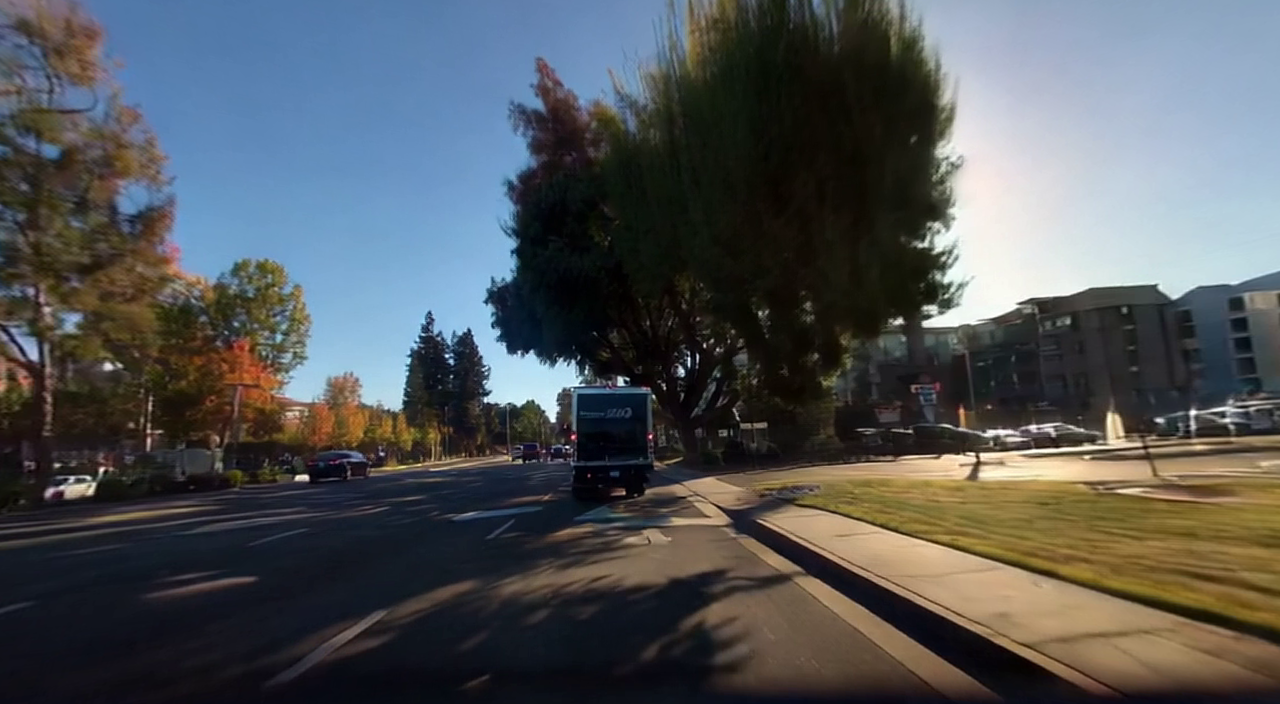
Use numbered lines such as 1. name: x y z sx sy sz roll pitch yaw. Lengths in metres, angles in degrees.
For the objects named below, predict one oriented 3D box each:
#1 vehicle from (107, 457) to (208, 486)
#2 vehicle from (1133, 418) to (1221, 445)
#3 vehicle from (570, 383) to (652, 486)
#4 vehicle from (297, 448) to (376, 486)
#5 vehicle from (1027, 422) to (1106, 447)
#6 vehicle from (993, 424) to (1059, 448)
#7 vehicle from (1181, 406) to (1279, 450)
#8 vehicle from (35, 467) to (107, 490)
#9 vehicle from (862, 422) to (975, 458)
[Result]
1. vehicle: -35.467 8.806 46.288 5.452 1.994 2.312 0 -9 -1
2. vehicle: 31.728 4.709 37.153 3.709 1.502 1.806 1 -7 -6
3. vehicle: -1.167 3.593 26.757 2.905 3.644 8.807 0 -9 -2
4. vehicle: -14.847 5.614 31.037 1.958 1.672 4.283 0 -9 -4
5. vehicle: 25.111 4.879 37.009 3.537 1.393 1.581 0 -10 -3
6. vehicle: 25.995 5.688 42.321 3.313 1.373 1.590 -2 -10 -2
7. vehicle: 25.811 3.198 26.143 4.609 1.729 2.098 0 -8 -2
8. vehicle: -40.879 9.057 45.147 1.645 1.416 3.497 -5 -10 37
9. vehicle: 12.742 4.034 28.888 4.321 1.579 1.823 0 -8 -2
